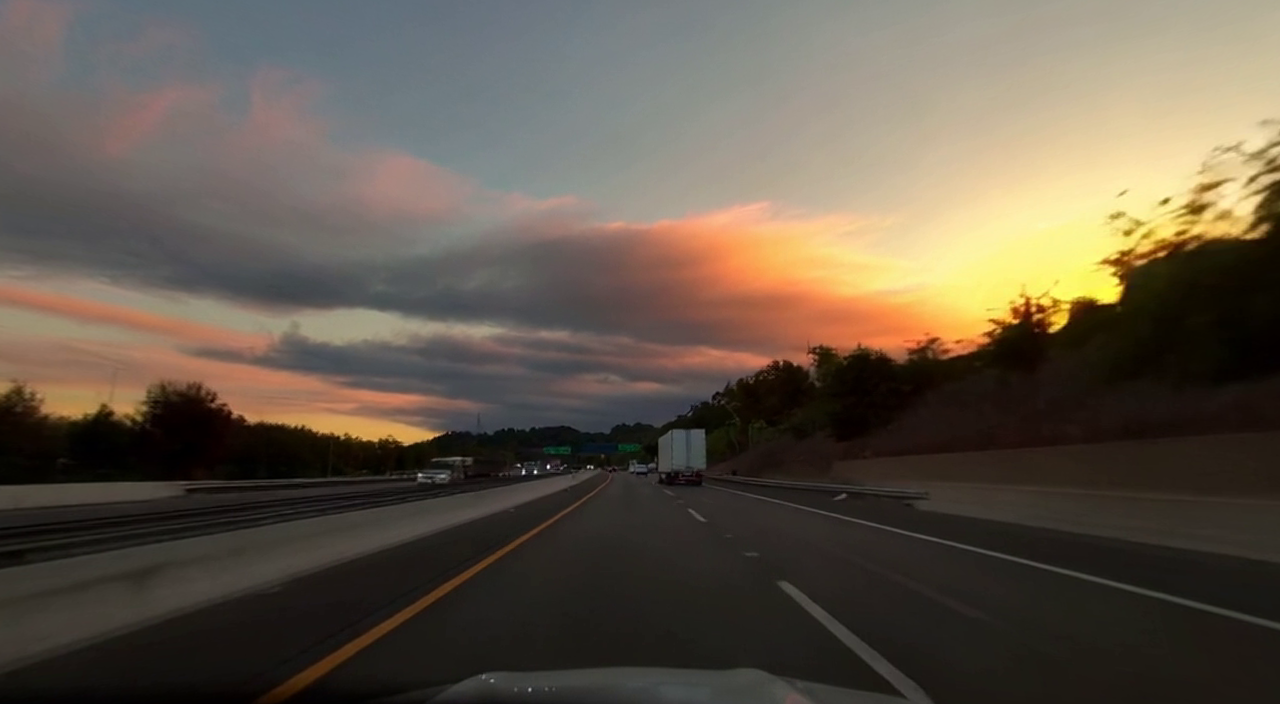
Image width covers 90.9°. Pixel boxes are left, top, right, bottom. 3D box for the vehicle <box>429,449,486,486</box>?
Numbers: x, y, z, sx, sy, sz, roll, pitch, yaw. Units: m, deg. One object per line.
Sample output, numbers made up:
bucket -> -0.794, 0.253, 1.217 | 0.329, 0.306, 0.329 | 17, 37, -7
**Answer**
vehicle -> -14.019, 8.949, 48.894 | 2.593, 2.612, 6.200 | 1, -11, -1
